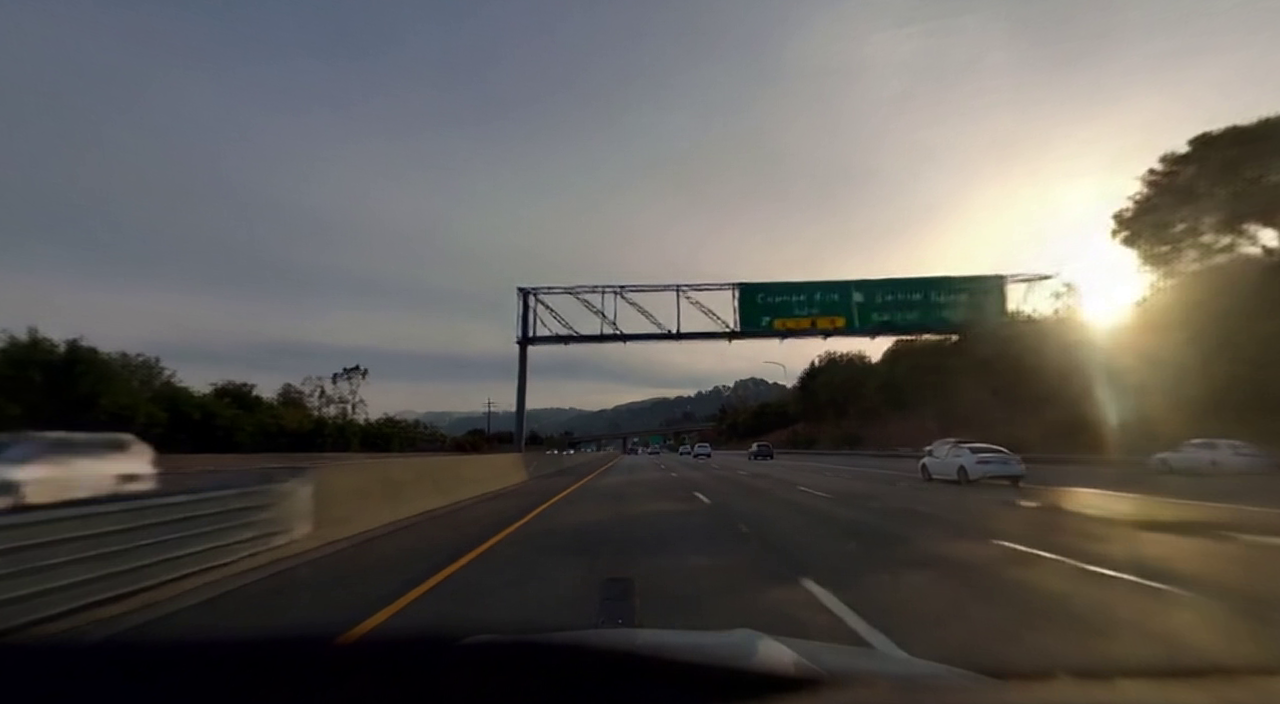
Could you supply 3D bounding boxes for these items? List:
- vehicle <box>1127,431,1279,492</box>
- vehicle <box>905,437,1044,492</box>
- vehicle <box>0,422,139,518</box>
[{"bbox_3d":[16.700,3.045,17.864,1.936,1.498,4.883,0,-9,0],"label":"vehicle"},{"bbox_3d":[9.728,3.294,18.792,1.836,1.418,4.132,0,-9,0],"label":"vehicle"},{"bbox_3d":[-12.381,2.196,12.165,1.989,1.694,4.081,1,-8,1],"label":"vehicle"}]
